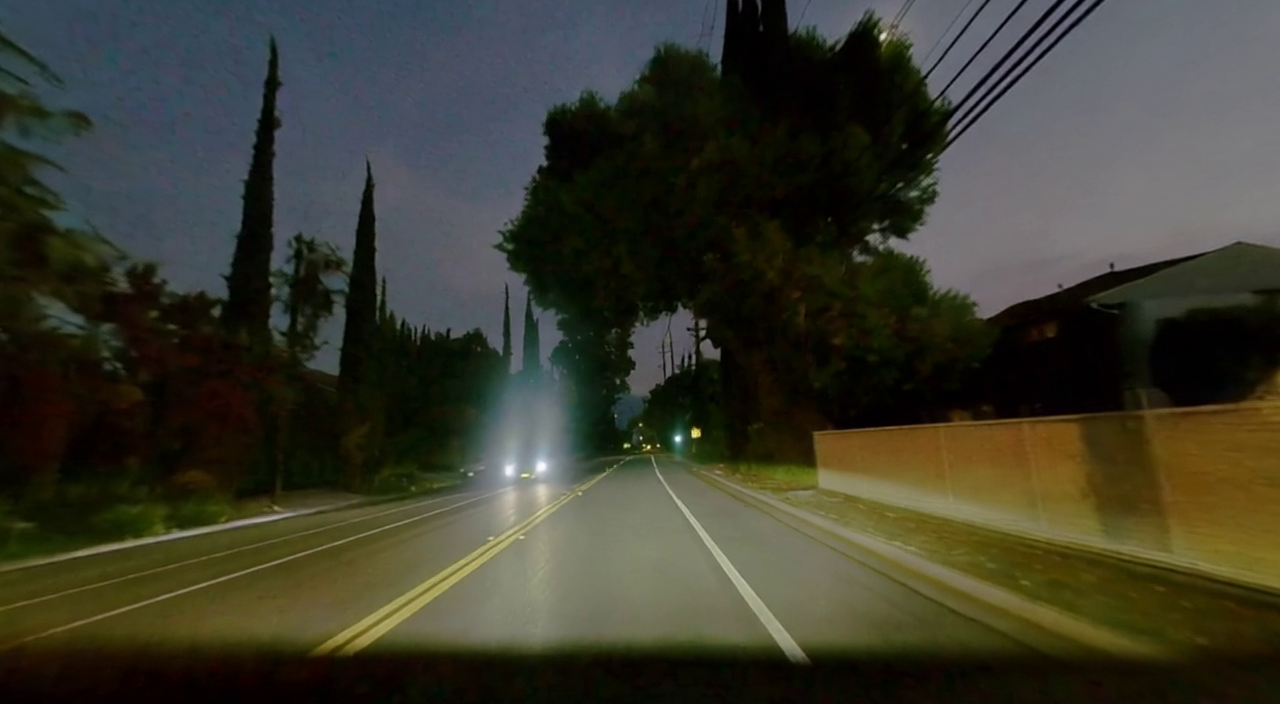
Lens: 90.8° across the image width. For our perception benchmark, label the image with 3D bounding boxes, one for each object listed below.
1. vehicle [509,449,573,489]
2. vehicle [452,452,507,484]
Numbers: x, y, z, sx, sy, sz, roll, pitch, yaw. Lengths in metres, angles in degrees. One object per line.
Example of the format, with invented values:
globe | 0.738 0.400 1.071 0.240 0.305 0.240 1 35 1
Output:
vehicle | -3.971 4.758 26.035 1.889 1.503 4.232 0 -9 1
vehicle | -9.896 7.159 39.306 2.269 1.861 4.422 0 -9 0
